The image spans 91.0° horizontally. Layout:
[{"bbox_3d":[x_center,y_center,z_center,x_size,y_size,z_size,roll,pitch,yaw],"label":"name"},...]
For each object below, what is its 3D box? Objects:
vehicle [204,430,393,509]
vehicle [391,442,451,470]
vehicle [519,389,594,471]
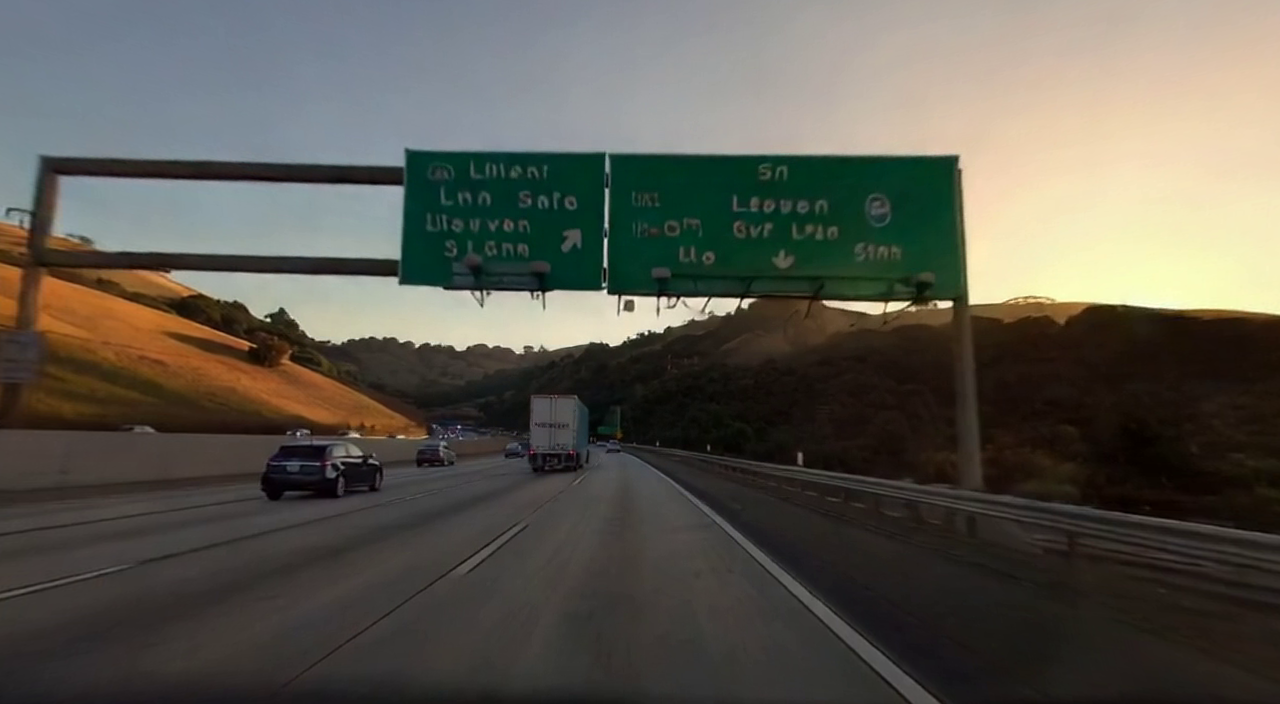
[{"bbox_3d":[-8.178,2.846,15.753,2.099,1.644,4.638,1,-9,0],"label":"vehicle"},{"bbox_3d":[-12.278,5.870,35.593,1.868,1.454,4.290,1,-9,-1],"label":"vehicle"},{"bbox_3d":[-4.637,4.917,38.287,2.880,4.025,14.064,1,-9,-1],"label":"vehicle"}]
